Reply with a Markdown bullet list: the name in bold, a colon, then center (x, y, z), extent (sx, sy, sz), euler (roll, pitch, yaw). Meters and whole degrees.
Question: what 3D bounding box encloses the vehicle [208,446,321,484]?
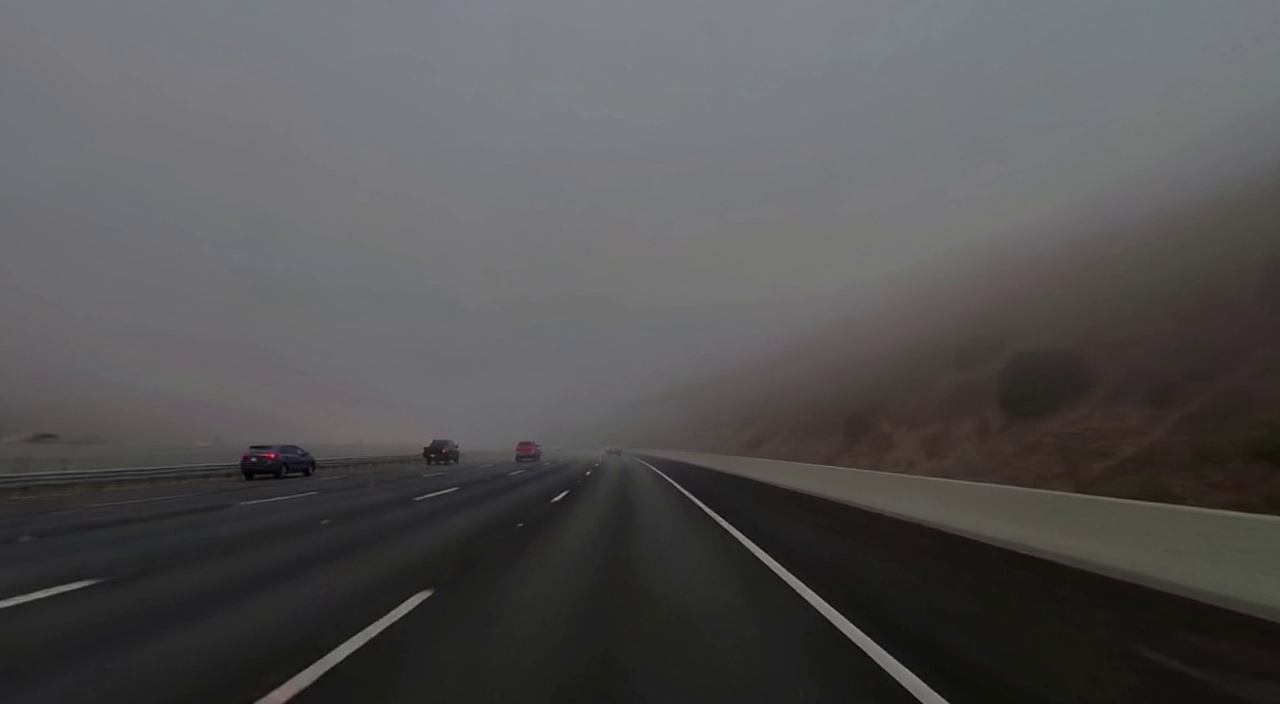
- **vehicle**: center (-15.573, 4.690, 26.540), extent (1.955, 1.429, 4.575), euler (0, -9, -1)
